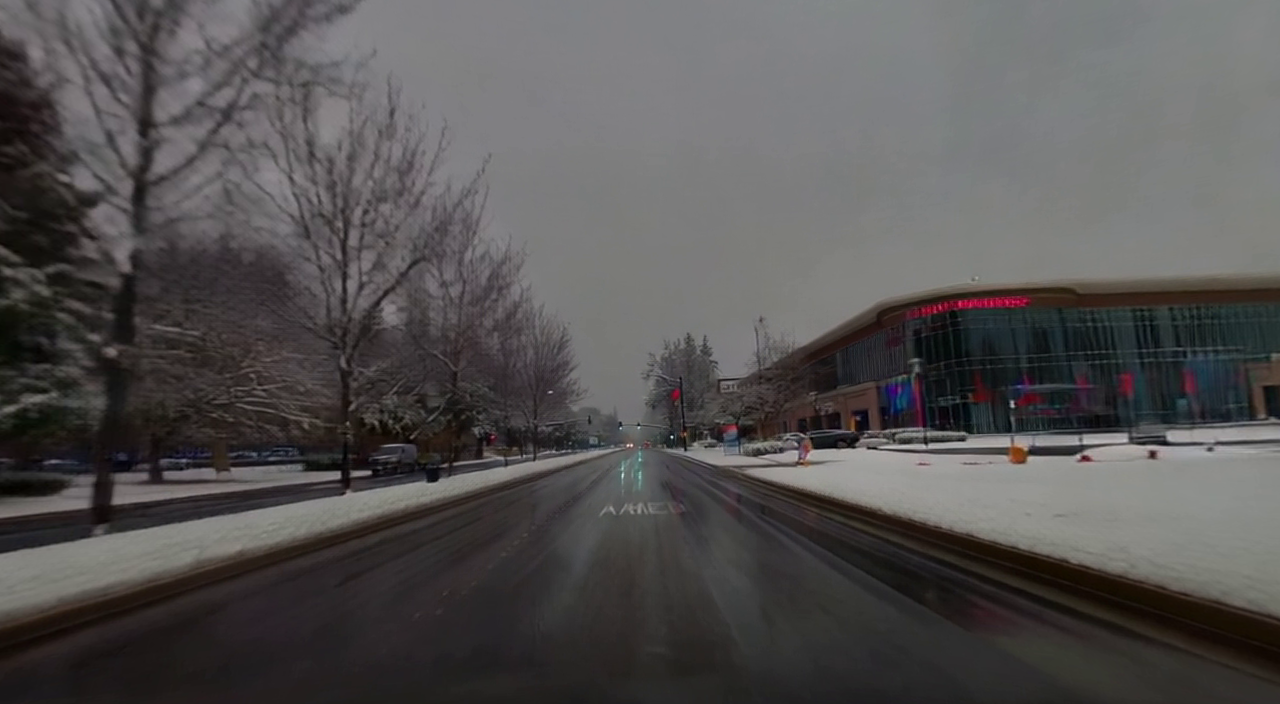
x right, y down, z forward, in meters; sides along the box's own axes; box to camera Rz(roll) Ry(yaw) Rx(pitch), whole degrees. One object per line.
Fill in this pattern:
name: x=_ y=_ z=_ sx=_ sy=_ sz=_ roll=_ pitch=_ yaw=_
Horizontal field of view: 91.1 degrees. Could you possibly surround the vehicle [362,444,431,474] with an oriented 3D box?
vehicle: x=-17.311 y=7.626 z=45.054 sx=2.617 sy=1.997 sz=5.830 roll=0 pitch=-9 yaw=0
